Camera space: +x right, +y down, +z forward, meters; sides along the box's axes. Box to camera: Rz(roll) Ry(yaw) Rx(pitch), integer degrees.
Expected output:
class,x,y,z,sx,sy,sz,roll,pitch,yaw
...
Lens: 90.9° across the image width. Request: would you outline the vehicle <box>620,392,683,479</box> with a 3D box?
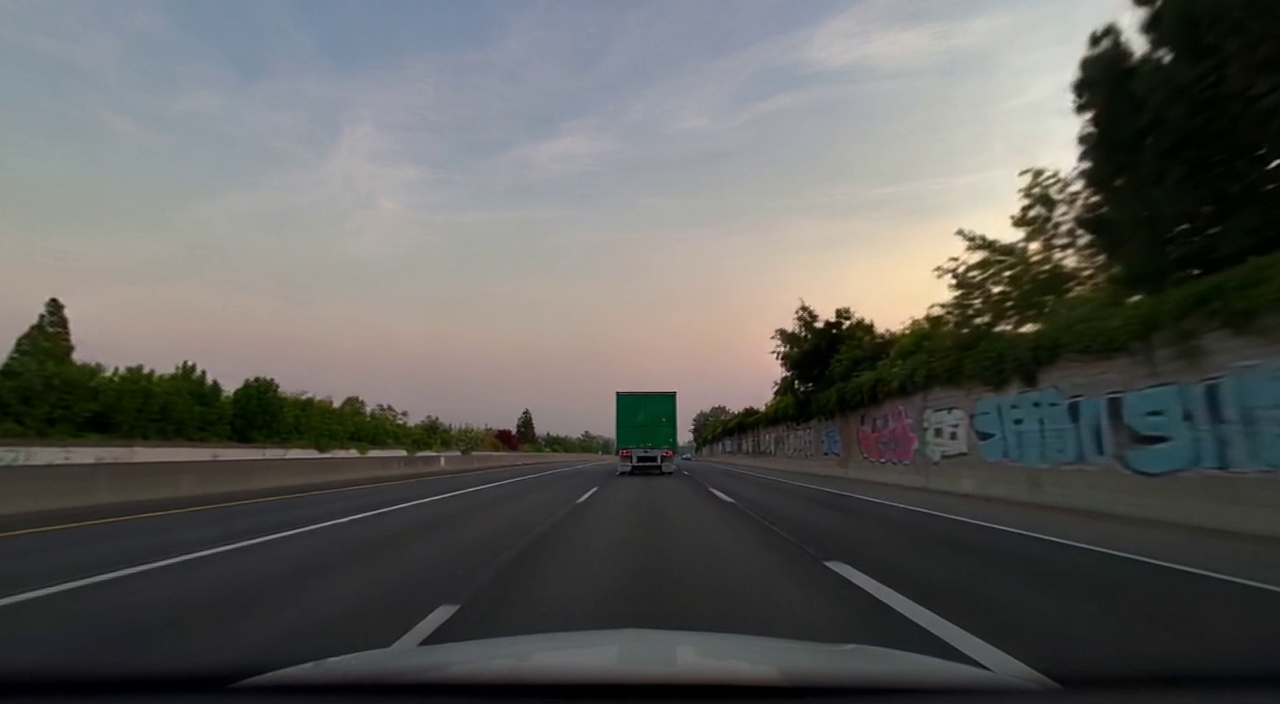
class,x,y,z,sx,sy,sz,roll,pitch,yaw
vehicle,0.403,4.607,33.888,2.900,3.955,10.151,0,-9,-1
